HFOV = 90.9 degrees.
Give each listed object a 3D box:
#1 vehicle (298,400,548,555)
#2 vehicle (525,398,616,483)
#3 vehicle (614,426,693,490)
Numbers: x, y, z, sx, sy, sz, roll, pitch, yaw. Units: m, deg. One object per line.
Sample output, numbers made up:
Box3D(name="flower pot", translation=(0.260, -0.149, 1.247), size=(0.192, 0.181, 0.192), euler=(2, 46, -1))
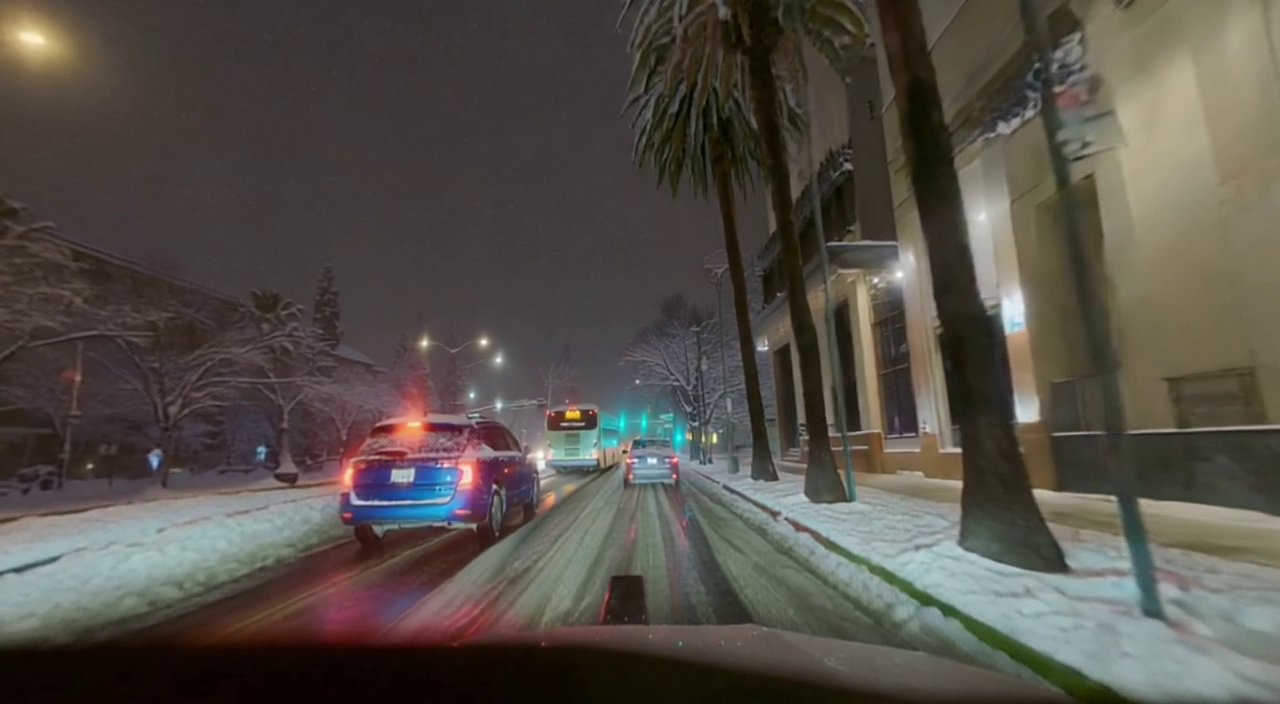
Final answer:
Box3D(name="vehicle", translation=(-2.882, 1.802, 9.721), size=(2.124, 1.799, 4.587), euler=(0, -8, 1))
Box3D(name="vehicle", translation=(-2.701, 3.837, 27.229), size=(2.775, 3.064, 8.297), euler=(0, -8, 1))
Box3D(name="vehicle", translation=(0.377, 3.164, 19.087), size=(2.120, 1.727, 3.917), euler=(0, -8, 0))
